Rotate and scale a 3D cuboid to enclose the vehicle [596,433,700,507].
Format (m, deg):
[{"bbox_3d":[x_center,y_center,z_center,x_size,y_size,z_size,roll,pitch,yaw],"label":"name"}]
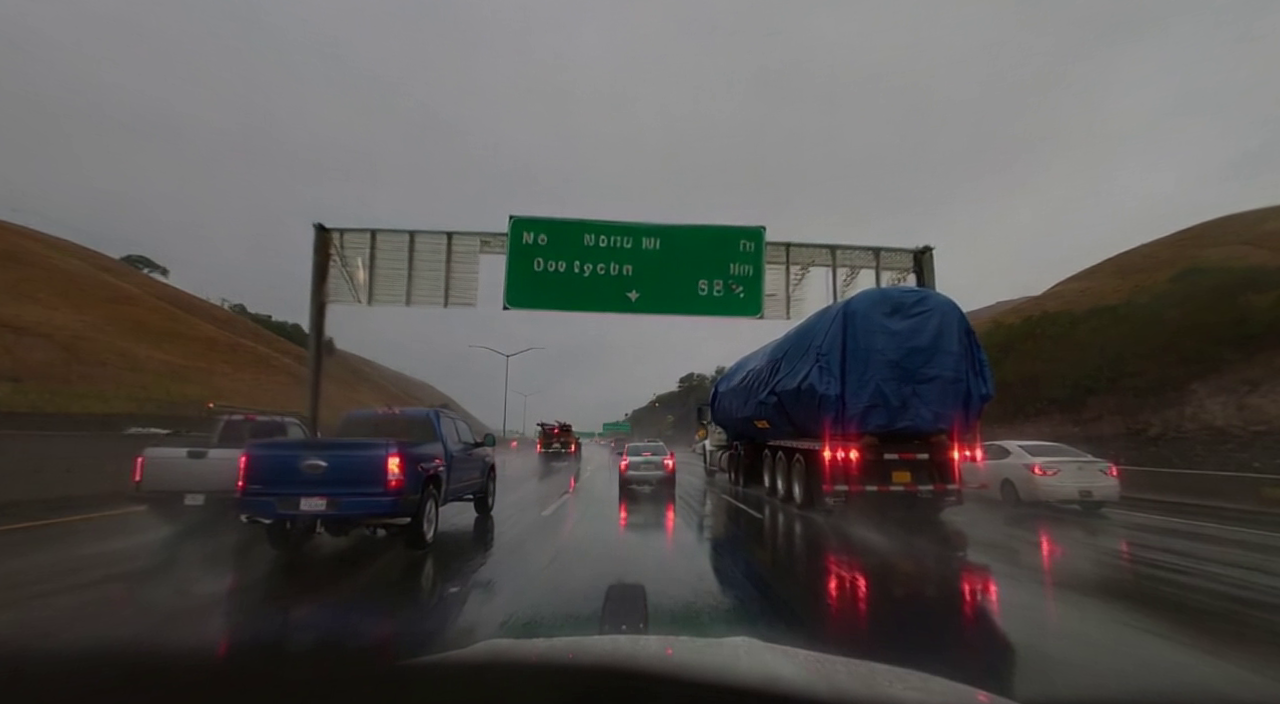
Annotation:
[{"bbox_3d":[0.093,2.673,14.767,2.105,1.471,3.978,0,-8,-2],"label":"vehicle"}]

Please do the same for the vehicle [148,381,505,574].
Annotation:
[{"bbox_3d":[-3.674,1.622,8.982,2.318,1.902,5.374,0,-8,0],"label":"vehicle"}]

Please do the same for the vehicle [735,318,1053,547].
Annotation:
[{"bbox_3d":[3.401,1.290,10.159,2.790,2.718,5.253,0,-8,-1],"label":"vehicle"}]

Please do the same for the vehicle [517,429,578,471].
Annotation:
[{"bbox_3d":[-4.326,4.678,30.402,2.348,1.821,5.061,0,-8,-2],"label":"vehicle"}]
